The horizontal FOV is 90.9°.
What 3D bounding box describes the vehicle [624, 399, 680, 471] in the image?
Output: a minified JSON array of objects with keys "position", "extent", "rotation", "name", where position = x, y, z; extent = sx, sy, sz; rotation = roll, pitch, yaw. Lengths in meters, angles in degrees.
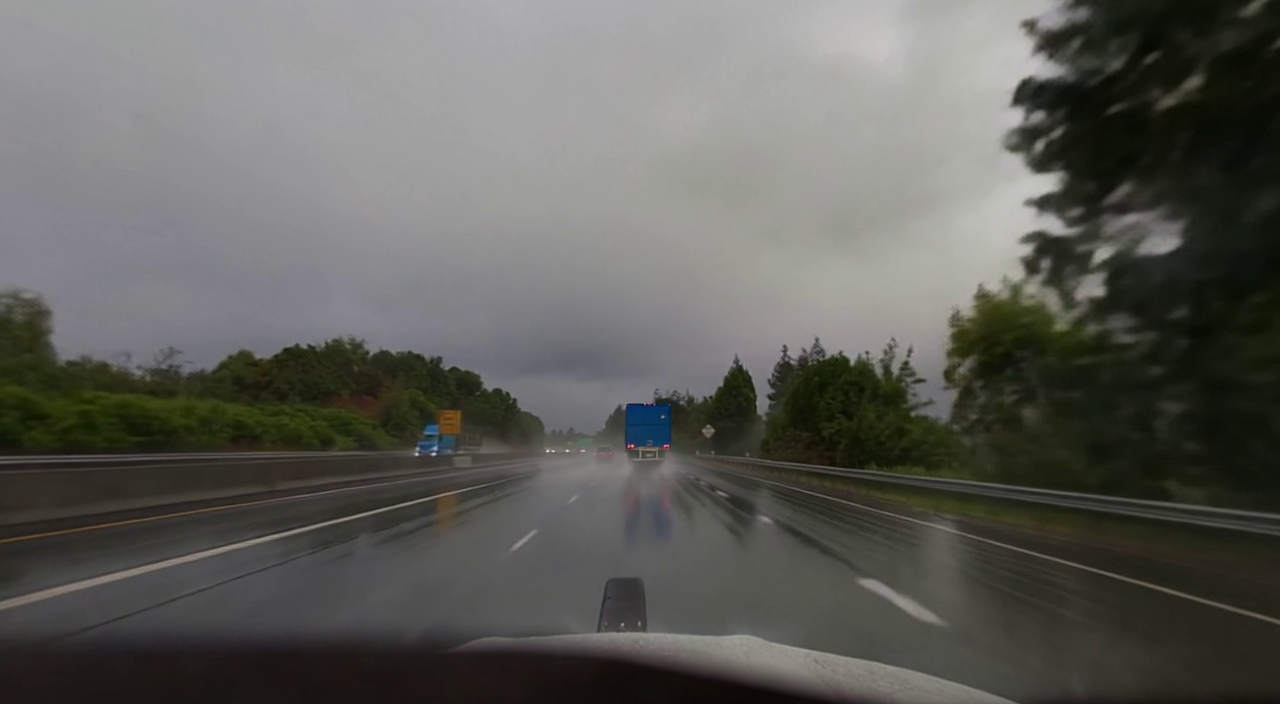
[{"position":[0.535,5.503,40.916],"extent":[3.055,4.009,10.972],"rotation":[0,-9,-2],"name":"vehicle"}]
